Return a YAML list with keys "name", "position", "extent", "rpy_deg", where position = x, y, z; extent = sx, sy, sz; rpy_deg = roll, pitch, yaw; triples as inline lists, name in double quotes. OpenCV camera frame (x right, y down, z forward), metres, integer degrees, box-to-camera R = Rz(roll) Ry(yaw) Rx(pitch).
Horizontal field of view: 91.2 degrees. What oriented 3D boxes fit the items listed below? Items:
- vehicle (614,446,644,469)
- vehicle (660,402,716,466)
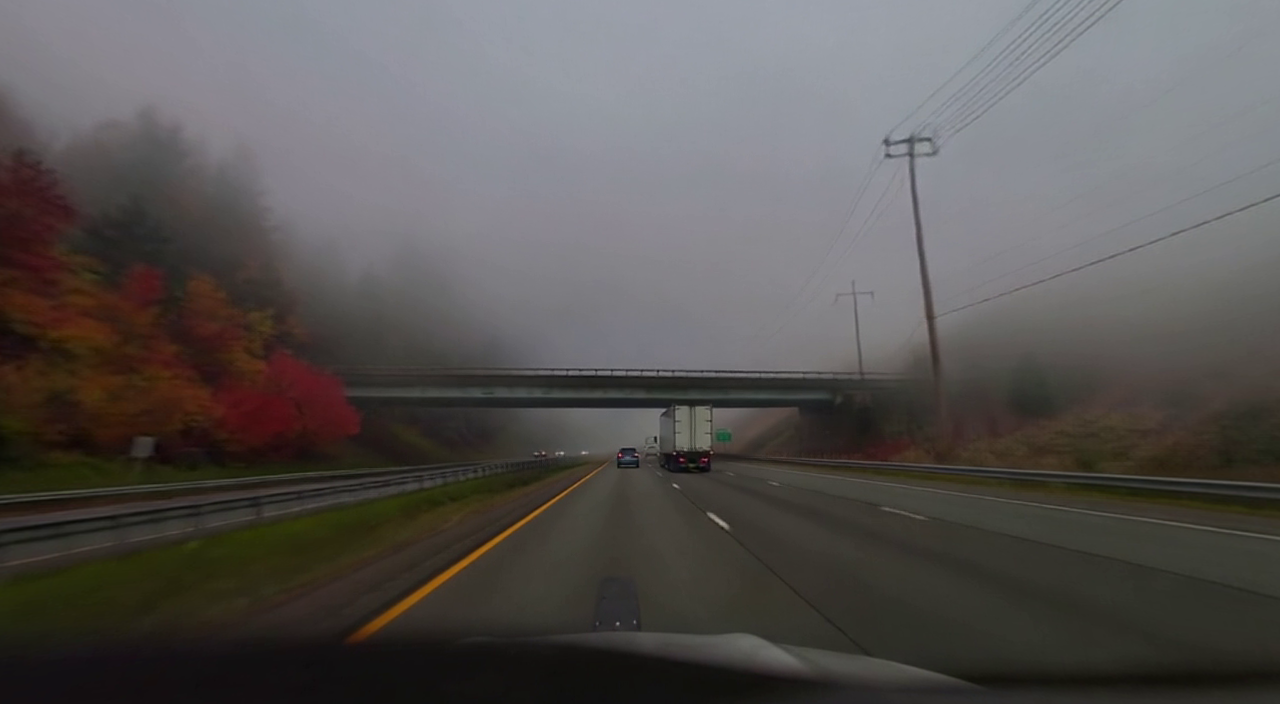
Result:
- name: "vehicle"
  position: [-0.745, 7.062, 42.099]
  extent: [1.961, 1.454, 3.755]
  rpy_deg: [0, -9, -1]
- name: "vehicle"
  position: [3.450, 6.599, 49.246]
  extent: [2.956, 4.281, 14.327]
  rpy_deg: [0, -9, -1]
